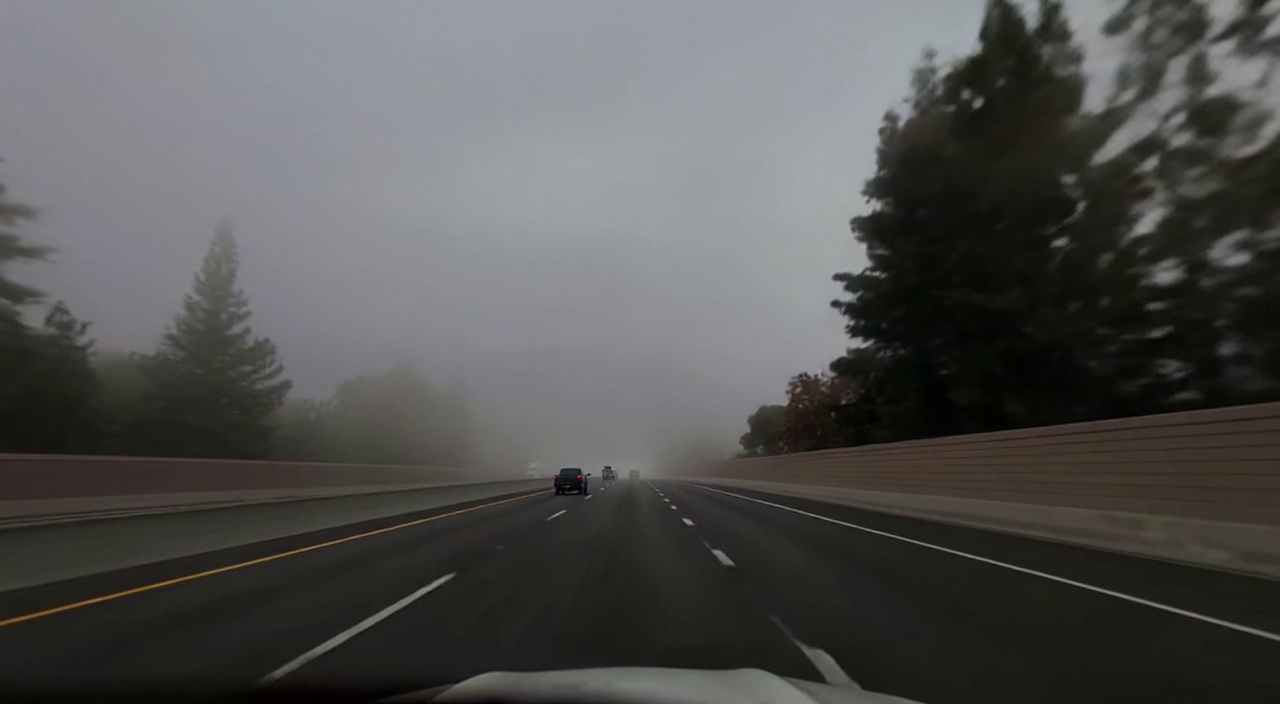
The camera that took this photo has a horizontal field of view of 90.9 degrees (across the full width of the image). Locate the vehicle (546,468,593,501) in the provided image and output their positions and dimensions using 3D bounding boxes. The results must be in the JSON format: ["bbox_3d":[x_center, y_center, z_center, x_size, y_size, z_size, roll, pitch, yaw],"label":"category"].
[{"bbox_3d":[-3.429,6.533,31.290,1.863,1.486,3.852,1,-10,0],"label":"vehicle"}]
